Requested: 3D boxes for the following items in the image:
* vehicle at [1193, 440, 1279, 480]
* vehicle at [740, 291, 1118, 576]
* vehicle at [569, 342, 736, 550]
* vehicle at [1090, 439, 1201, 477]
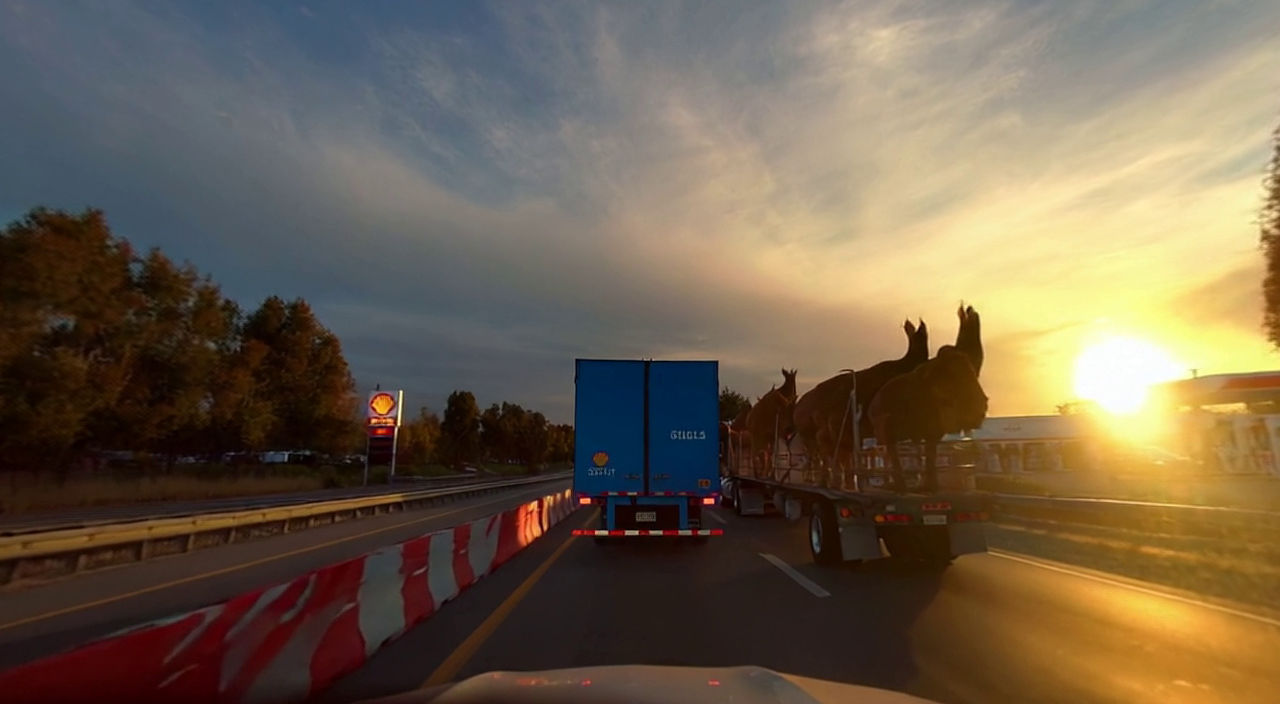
[{"bbox_3d":[24.673,4.236,24.496,1.762,1.470,4.485,3,-11,-10],"label":"vehicle"},{"bbox_3d":[4.402,1.842,12.820,2.936,3.640,9.443,1,-10,-2],"label":"vehicle"},{"bbox_3d":[0.166,2.260,14.466,2.618,3.306,8.676,1,-10,-1],"label":"vehicle"},{"bbox_3d":[24.784,5.259,31.110,1.919,1.722,4.024,1,-10,-3],"label":"vehicle"}]
